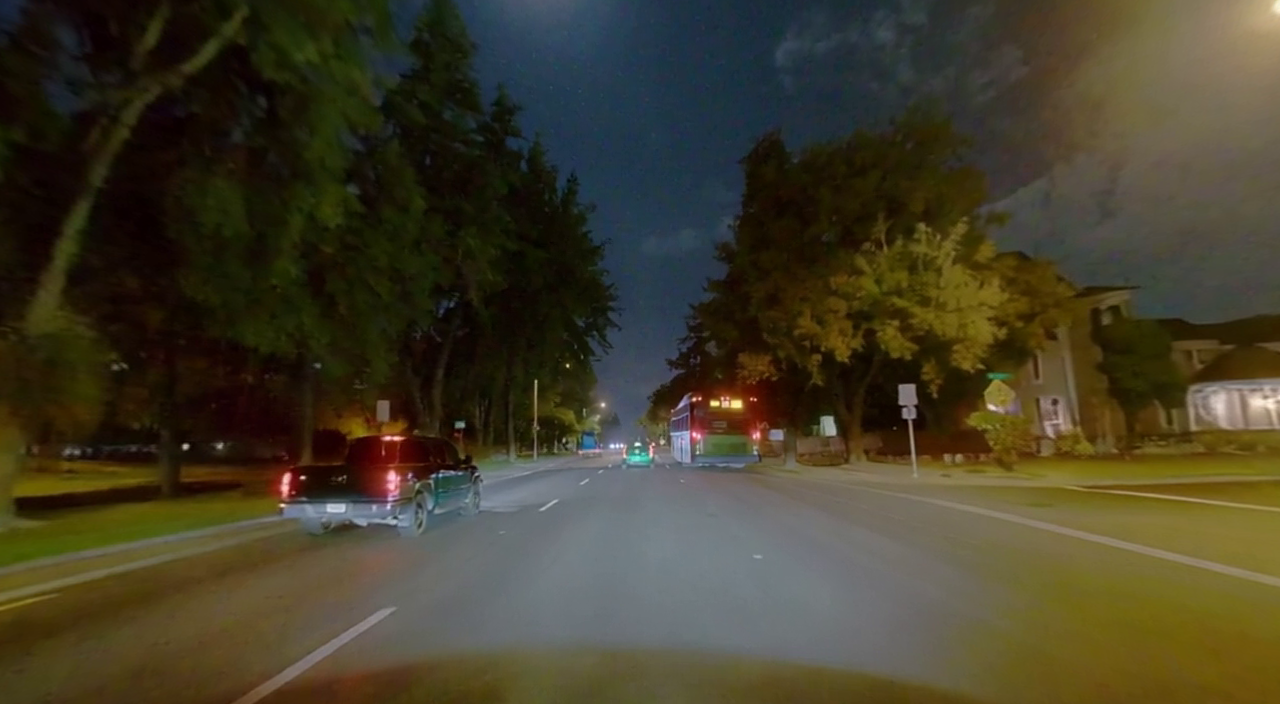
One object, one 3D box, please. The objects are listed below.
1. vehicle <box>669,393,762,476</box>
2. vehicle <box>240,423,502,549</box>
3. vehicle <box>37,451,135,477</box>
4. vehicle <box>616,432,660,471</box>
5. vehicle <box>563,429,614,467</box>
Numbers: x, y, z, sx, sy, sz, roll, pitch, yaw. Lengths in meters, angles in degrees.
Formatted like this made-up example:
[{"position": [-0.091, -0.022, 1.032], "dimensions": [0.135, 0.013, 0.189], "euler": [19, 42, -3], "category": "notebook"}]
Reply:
[{"position": [3.273, 4.182, 31.292], "dimensions": [3.059, 3.264, 12.623], "euler": [0, -8, 0], "category": "vehicle"}, {"position": [-3.836, 1.997, 10.113], "dimensions": [2.109, 1.543, 4.535], "euler": [0, -8, 1], "category": "vehicle"}, {"position": [-33.941, 6.868, 38.809], "dimensions": [1.745, 1.441, 4.693], "euler": [0, -8, 1], "category": "vehicle"}, {"position": [-0.062, 5.063, 32.265], "dimensions": [2.074, 1.849, 5.137], "euler": [0, -8, 1], "category": "vehicle"}, {"position": [-2.957, 5.695, 37.482], "dimensions": [2.513, 2.066, 5.820], "euler": [0, -8, 0], "category": "vehicle"}]
